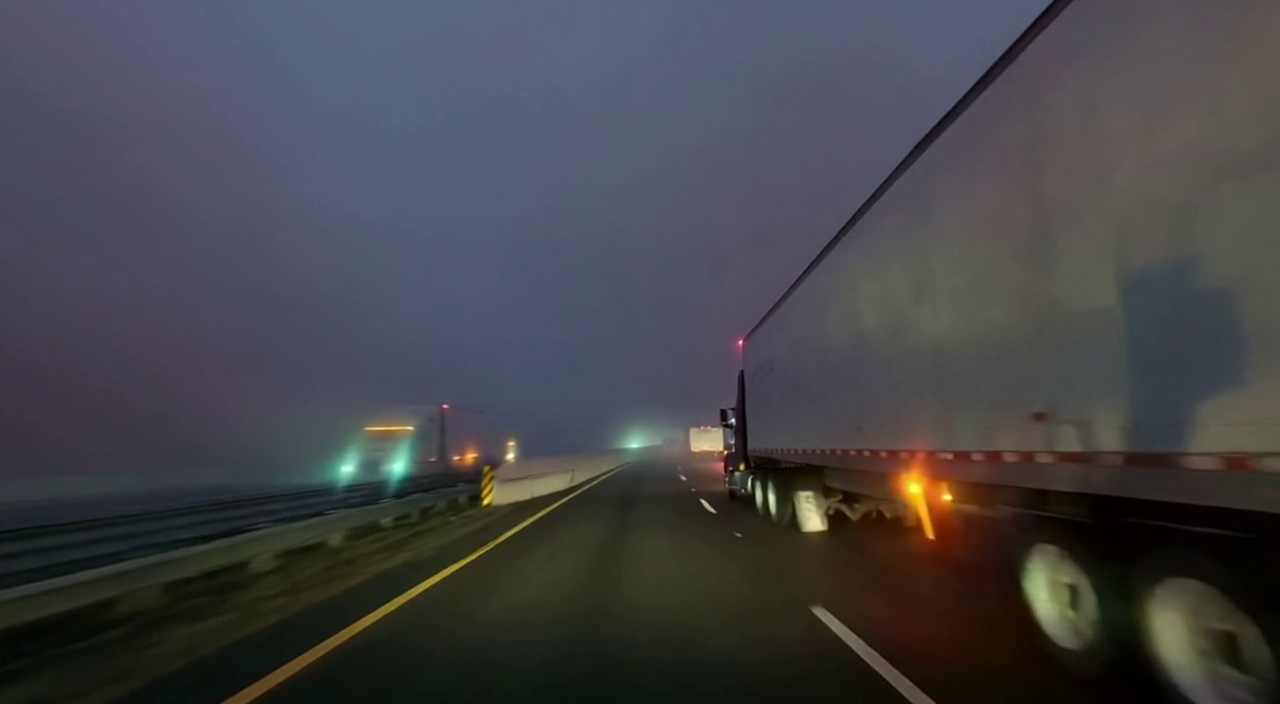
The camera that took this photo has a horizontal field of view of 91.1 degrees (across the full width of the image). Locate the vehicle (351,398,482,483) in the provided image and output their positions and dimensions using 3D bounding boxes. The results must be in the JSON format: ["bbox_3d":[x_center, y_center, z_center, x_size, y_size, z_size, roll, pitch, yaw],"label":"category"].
[{"bbox_3d":[-11.878,4.963,34.929,3.027,3.970,10.027,-1,-9,3],"label":"vehicle"}]

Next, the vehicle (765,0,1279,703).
[{"bbox_3d":[3.941,0.221,5.905,2.965,4.028,12.529,0,-9,0],"label":"vehicle"}]
